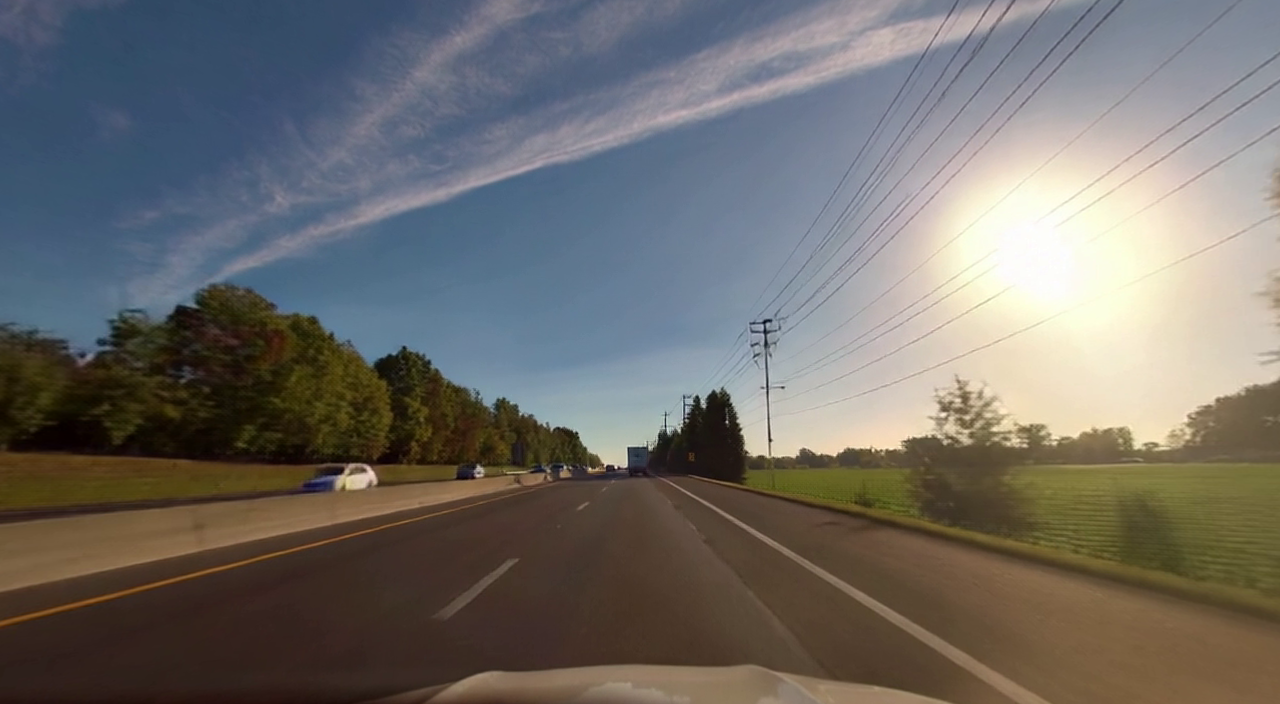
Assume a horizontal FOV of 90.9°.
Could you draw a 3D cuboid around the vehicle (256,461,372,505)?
[{"bbox_3d":[-12.096,4.880,23.761,1.988,1.451,4.442,1,-10,-1],"label":"vehicle"}]
